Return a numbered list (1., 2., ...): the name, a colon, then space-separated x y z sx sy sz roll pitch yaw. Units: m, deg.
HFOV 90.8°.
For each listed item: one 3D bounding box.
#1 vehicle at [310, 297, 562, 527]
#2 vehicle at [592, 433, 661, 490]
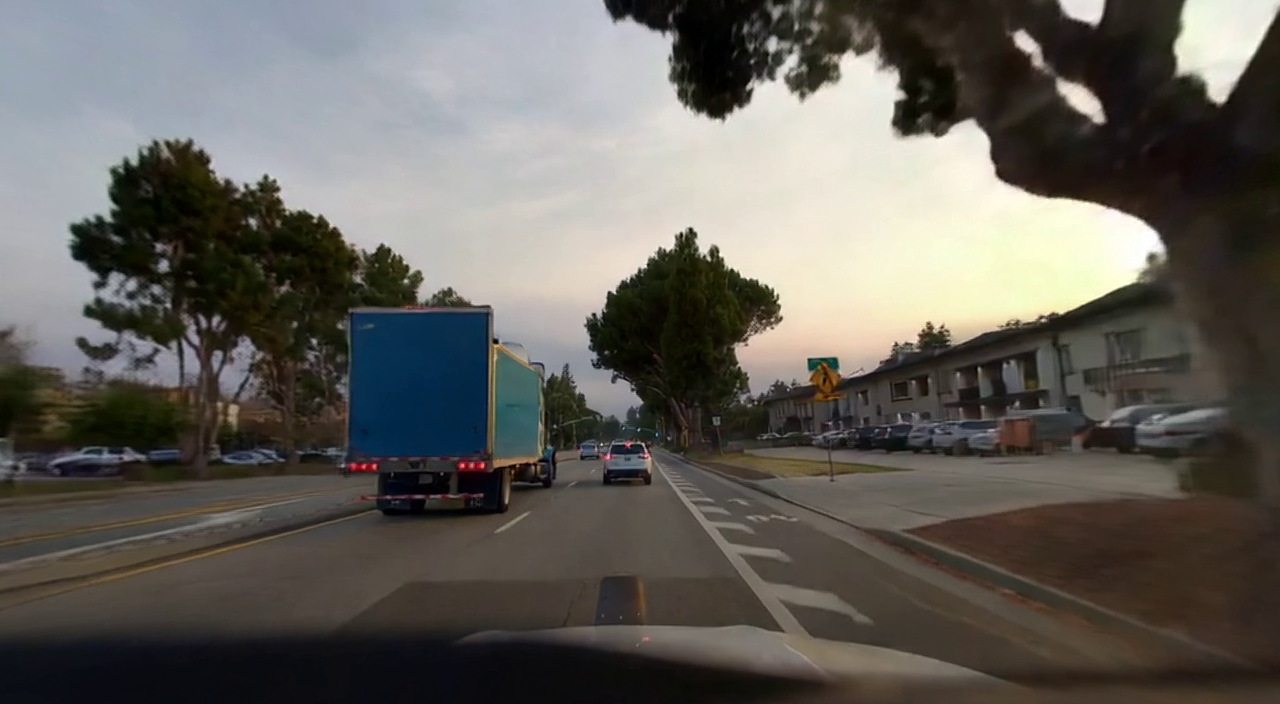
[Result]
1. vehicle: -4.062 1.749 15.934 2.996 3.902 10.410 0 -9 -1
2. vehicle: -0.445 3.600 21.004 2.094 1.682 3.866 0 -9 -1
